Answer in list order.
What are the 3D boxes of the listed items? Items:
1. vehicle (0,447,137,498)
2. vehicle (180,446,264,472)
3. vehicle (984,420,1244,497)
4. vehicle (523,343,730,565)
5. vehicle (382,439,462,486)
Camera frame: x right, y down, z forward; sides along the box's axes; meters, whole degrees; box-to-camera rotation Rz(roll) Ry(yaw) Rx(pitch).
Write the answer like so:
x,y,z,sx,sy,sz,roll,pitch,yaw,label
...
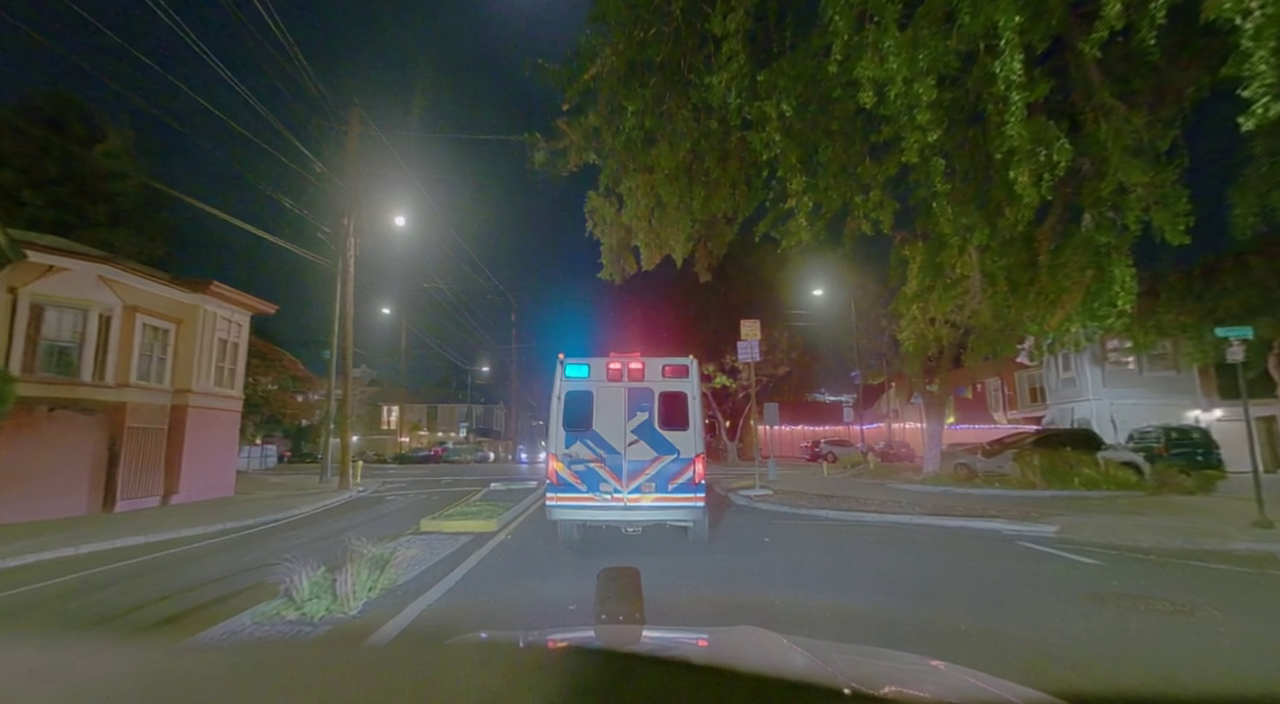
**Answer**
x,y,z,sx,sy,sz,roll,pitch,yaw,label
-18.893,3.758,19.847,4.412,1.468,1.914,0,-8,-3,vehicle
-29.656,7.582,45.023,4.616,1.738,1.974,3,-9,-23,vehicle
13.088,2.995,17.926,5.270,1.966,2.329,-2,-9,11,vehicle
-0.180,1.595,10.342,2.444,2.640,5.482,0,-8,0,vehicle
-9.289,4.573,26.609,2.290,1.776,4.947,4,-10,-28,vehicle
